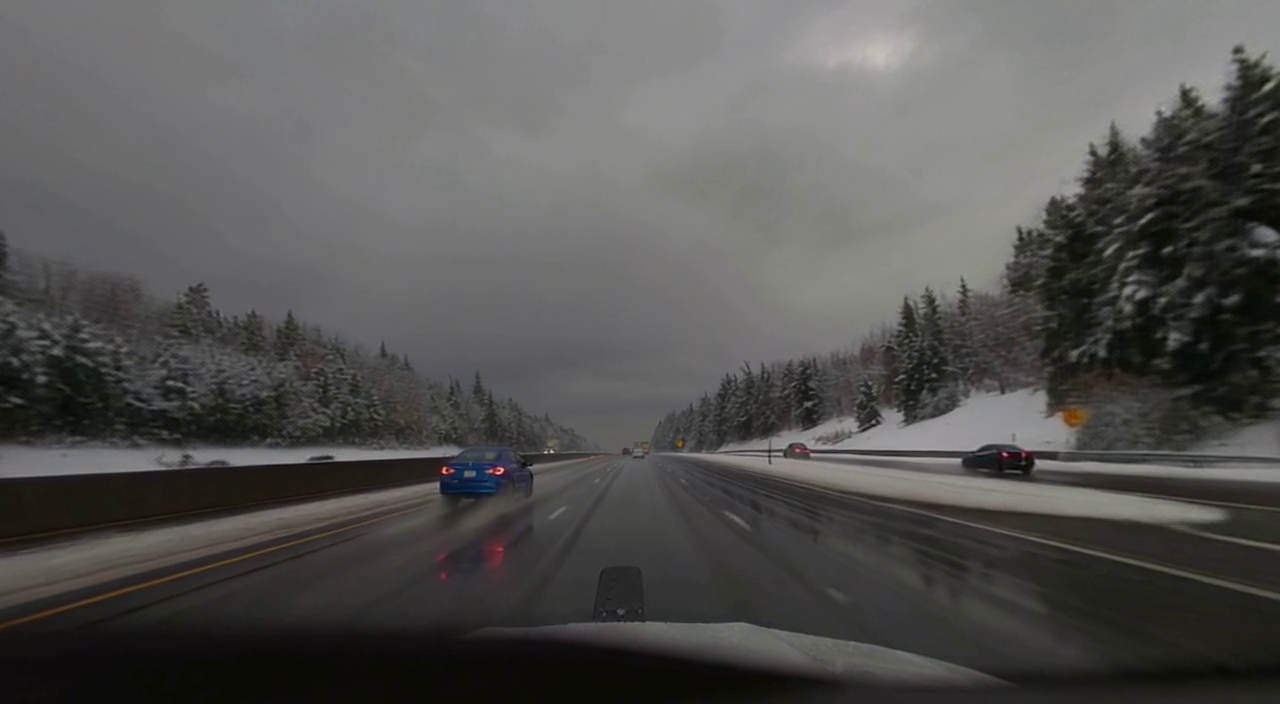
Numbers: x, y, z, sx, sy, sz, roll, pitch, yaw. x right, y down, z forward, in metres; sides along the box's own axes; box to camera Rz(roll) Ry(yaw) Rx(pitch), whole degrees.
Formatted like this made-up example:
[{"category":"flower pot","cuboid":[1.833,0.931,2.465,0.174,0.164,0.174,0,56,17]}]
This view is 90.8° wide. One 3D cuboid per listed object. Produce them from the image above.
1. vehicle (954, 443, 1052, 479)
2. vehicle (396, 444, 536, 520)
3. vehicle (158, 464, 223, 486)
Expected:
[{"category":"vehicle","cuboid":[15.733,4.743,27.634,1.805,1.427,4.447,-1,-9,3]},{"category":"vehicle","cuboid":[-3.743,2.872,14.510,1.873,1.438,4.546,-1,-9,1]},{"category":"vehicle","cuboid":[-34.959,9.531,49.233,1.800,1.447,4.651,-1,-9,-2]}]
